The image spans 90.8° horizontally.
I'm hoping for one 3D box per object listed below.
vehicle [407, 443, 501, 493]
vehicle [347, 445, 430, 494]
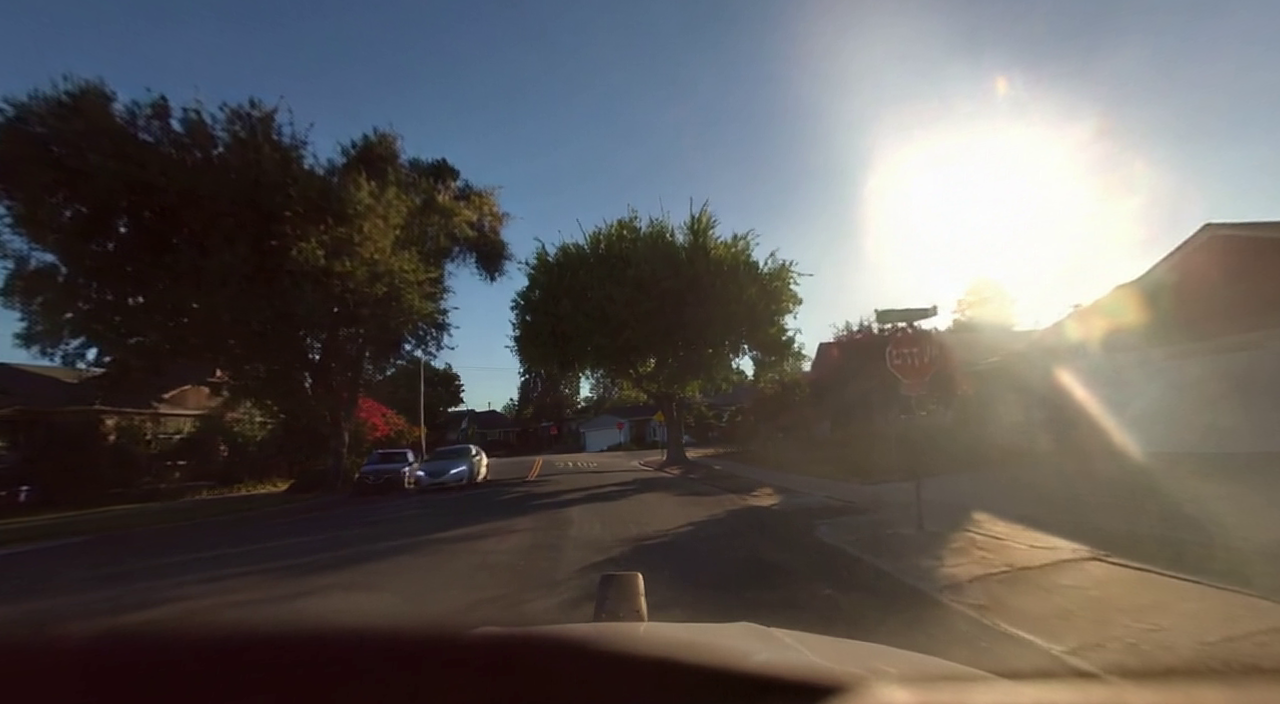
[{"bbox_3d":[-6.348,3.989,22.191,2.146,1.506,4.885,0,-8,-4],"label":"vehicle"},{"bbox_3d":[-9.432,4.387,24.076,1.994,1.656,4.334,1,-9,-10],"label":"vehicle"}]
